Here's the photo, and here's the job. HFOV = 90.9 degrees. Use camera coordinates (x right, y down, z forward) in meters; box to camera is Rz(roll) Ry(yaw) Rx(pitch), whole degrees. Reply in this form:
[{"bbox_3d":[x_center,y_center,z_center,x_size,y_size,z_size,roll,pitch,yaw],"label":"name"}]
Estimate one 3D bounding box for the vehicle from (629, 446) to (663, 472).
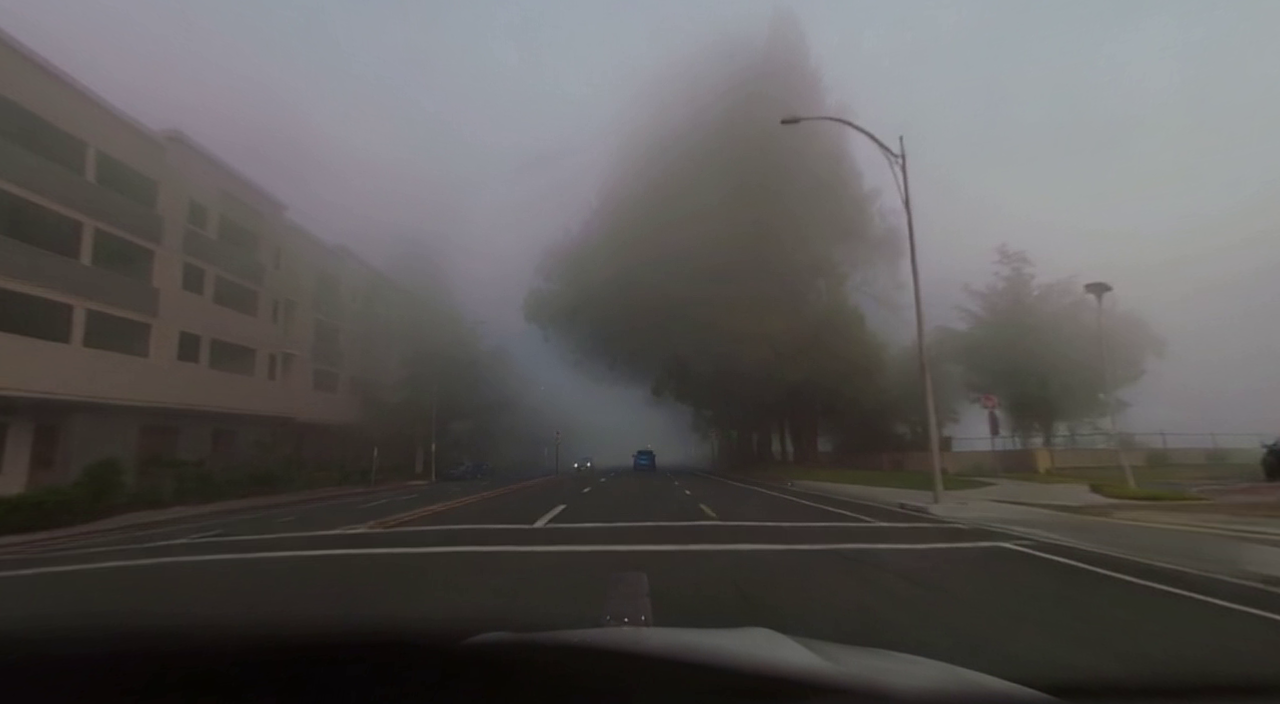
[{"bbox_3d":[0.398,7.263,42.839,2.200,1.653,4.127,-1,-9,1],"label":"vehicle"}]
